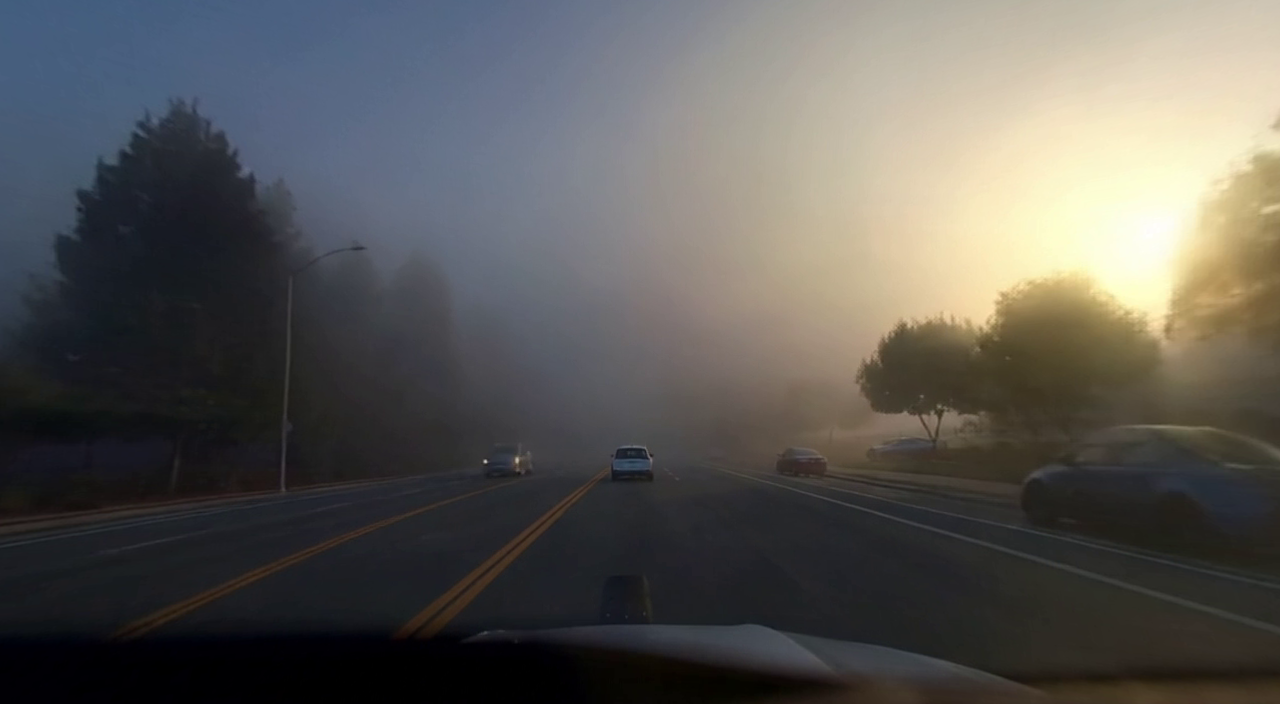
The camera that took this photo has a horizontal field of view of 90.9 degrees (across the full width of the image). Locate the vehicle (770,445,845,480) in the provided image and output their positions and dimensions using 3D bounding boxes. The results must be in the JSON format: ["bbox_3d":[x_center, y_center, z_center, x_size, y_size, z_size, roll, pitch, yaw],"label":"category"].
[{"bbox_3d":[7.746,5.150,29.731,2.131,1.474,4.752,0,-9,-2],"label":"vehicle"}]

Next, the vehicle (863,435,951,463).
[{"bbox_3d":[17.816,6.458,42.099,5.100,1.770,2.269,3,-9,-18],"label":"vehicle"}]

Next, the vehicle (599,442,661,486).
[{"bbox_3d":[-0.361,4.132,23.532,2.099,1.470,4.302,0,-9,0],"label":"vehicle"}]

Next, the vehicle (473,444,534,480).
[{"bbox_3d":[-6.773,5.492,31.802,2.083,1.646,4.293,0,-8,1],"label":"vehicle"}]

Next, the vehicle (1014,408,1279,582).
[{"bbox_3d":[7.665,1.775,8.443,2.064,1.792,5.053,0,-9,-2],"label":"vehicle"}]
